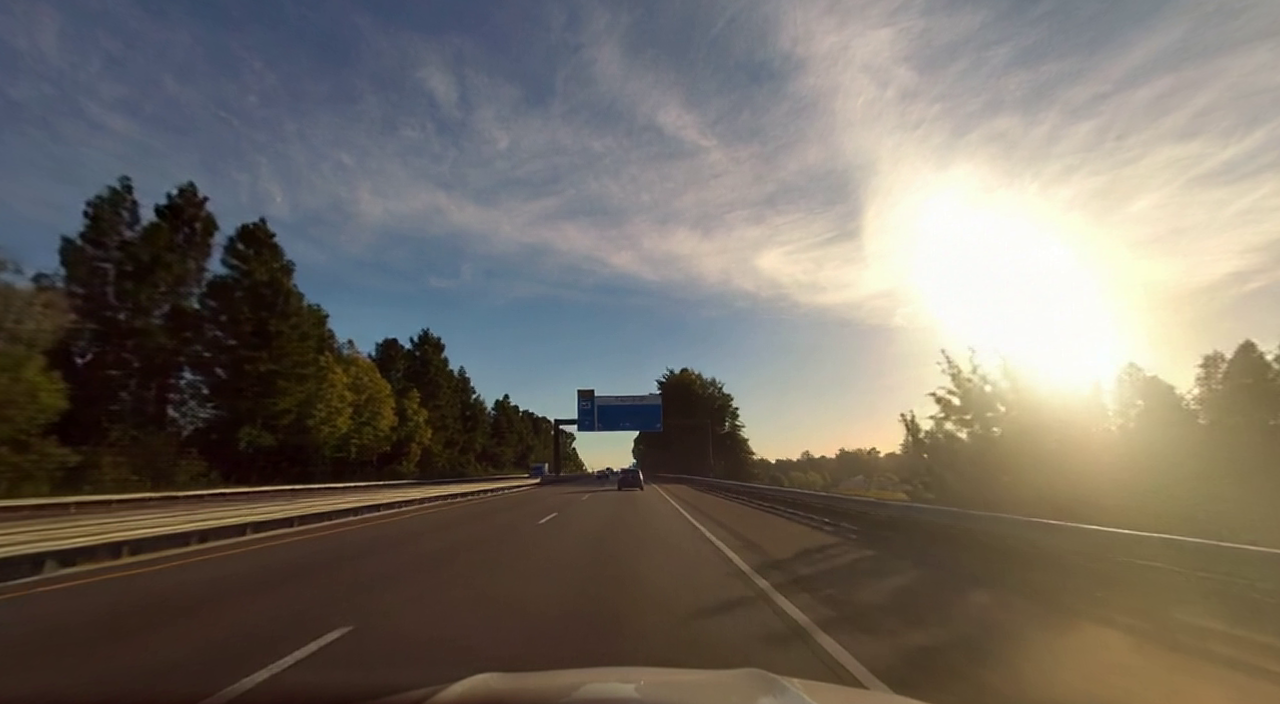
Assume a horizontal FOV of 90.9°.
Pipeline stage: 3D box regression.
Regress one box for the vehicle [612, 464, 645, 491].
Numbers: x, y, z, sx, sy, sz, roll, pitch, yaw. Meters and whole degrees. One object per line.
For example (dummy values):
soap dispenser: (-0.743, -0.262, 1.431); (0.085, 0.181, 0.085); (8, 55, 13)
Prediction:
vehicle: (-0.737, 8.446, 42.578); (2.107, 1.668, 4.554); (1, -11, 0)
